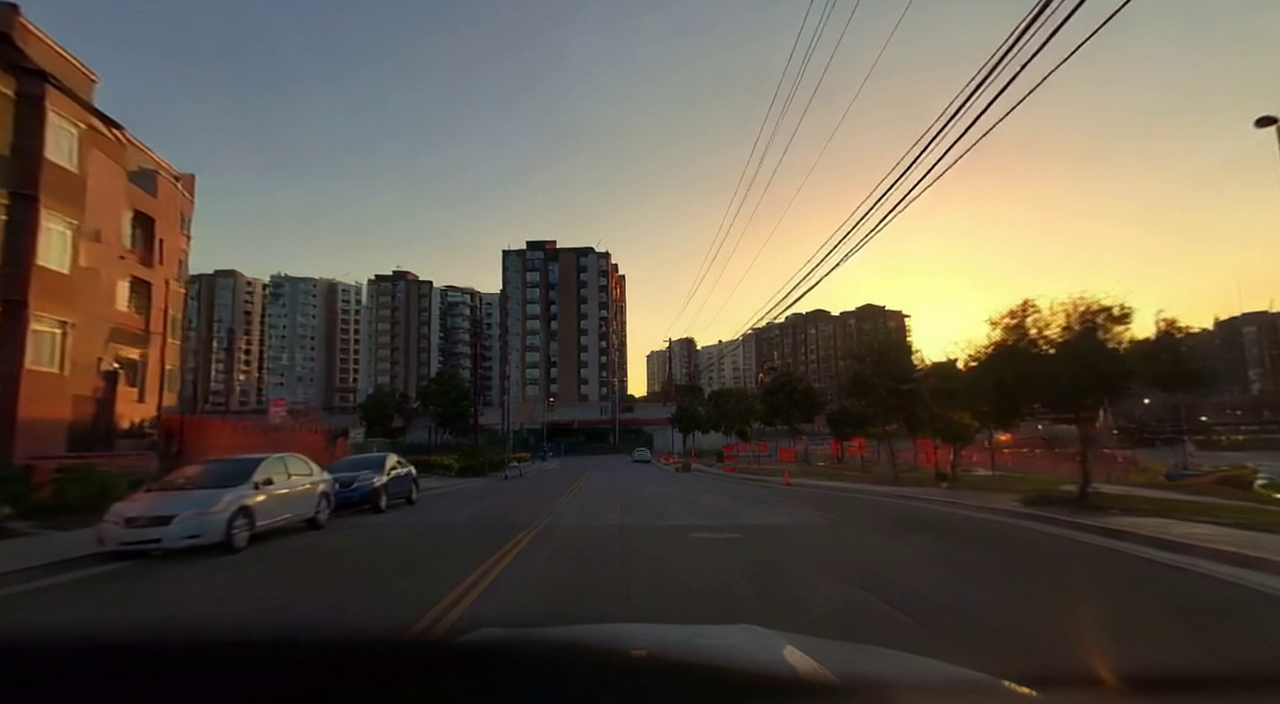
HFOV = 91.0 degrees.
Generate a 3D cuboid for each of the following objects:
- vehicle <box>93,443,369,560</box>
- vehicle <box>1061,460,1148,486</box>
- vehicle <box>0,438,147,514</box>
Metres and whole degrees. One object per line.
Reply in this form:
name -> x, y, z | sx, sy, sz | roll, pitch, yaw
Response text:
vehicle -> -6.859, 2.497, 11.387 | 1.998, 1.633, 4.673 | 0, -9, -2
vehicle -> 34.687, 9.023, 47.081 | 4.853, 1.751, 2.075 | 0, -9, 0
vehicle -> -14.176, 3.006, 15.839 | 1.998, 1.576, 5.203 | 5, -10, -30
